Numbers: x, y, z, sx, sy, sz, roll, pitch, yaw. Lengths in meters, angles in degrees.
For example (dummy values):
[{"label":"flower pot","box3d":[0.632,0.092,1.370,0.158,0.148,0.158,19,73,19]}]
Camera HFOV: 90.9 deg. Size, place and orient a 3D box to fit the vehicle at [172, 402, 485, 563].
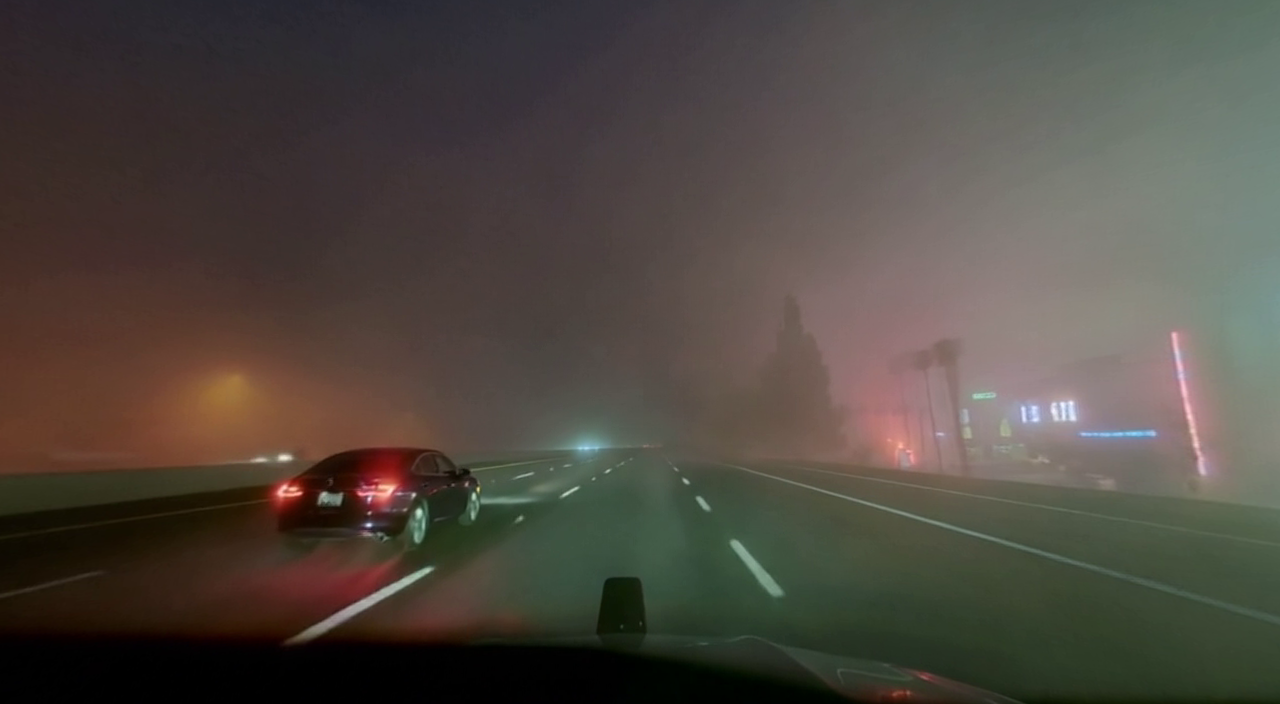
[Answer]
[{"label":"vehicle","box3d":[-4.114,1.824,9.555,2.145,1.793,4.762,-1,-8,2]}]
